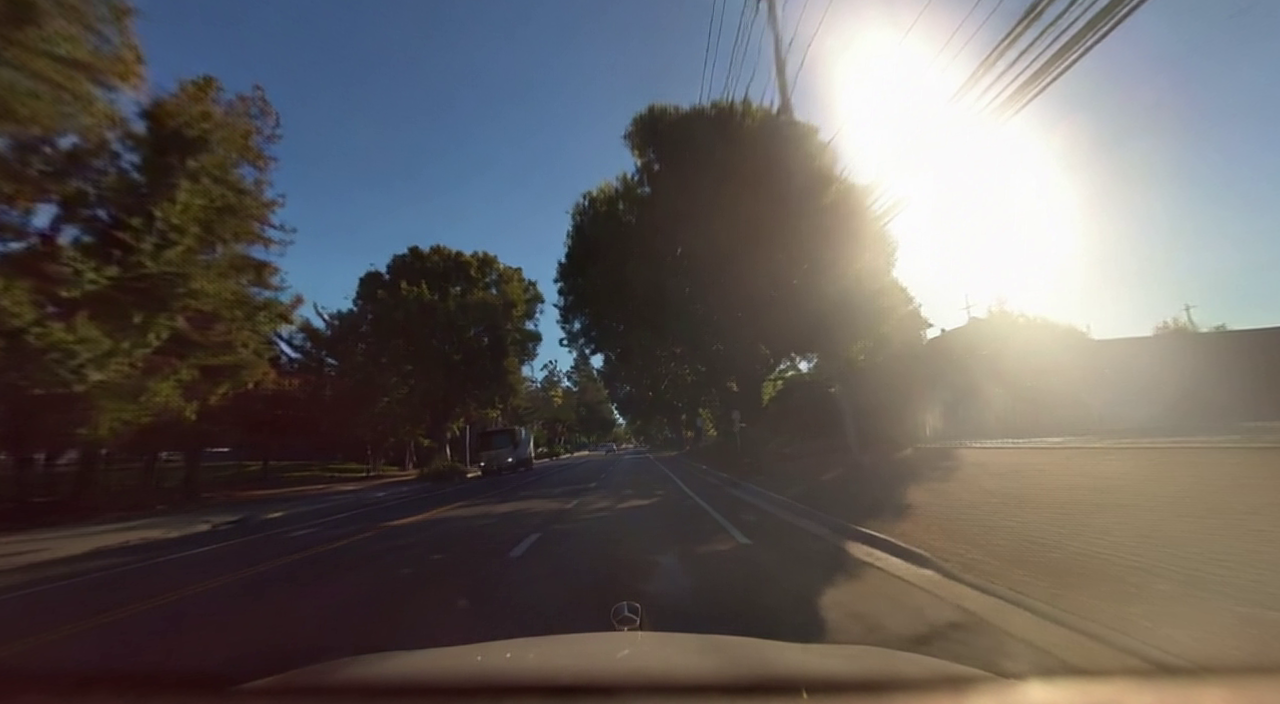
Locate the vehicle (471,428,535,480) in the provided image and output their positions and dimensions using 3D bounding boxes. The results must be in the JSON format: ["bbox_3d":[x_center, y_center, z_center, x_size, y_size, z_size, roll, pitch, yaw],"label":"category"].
[{"bbox_3d":[-7.996,5.925,37.470,2.351,2.696,6.106,-2,-7,1],"label":"vehicle"}]
